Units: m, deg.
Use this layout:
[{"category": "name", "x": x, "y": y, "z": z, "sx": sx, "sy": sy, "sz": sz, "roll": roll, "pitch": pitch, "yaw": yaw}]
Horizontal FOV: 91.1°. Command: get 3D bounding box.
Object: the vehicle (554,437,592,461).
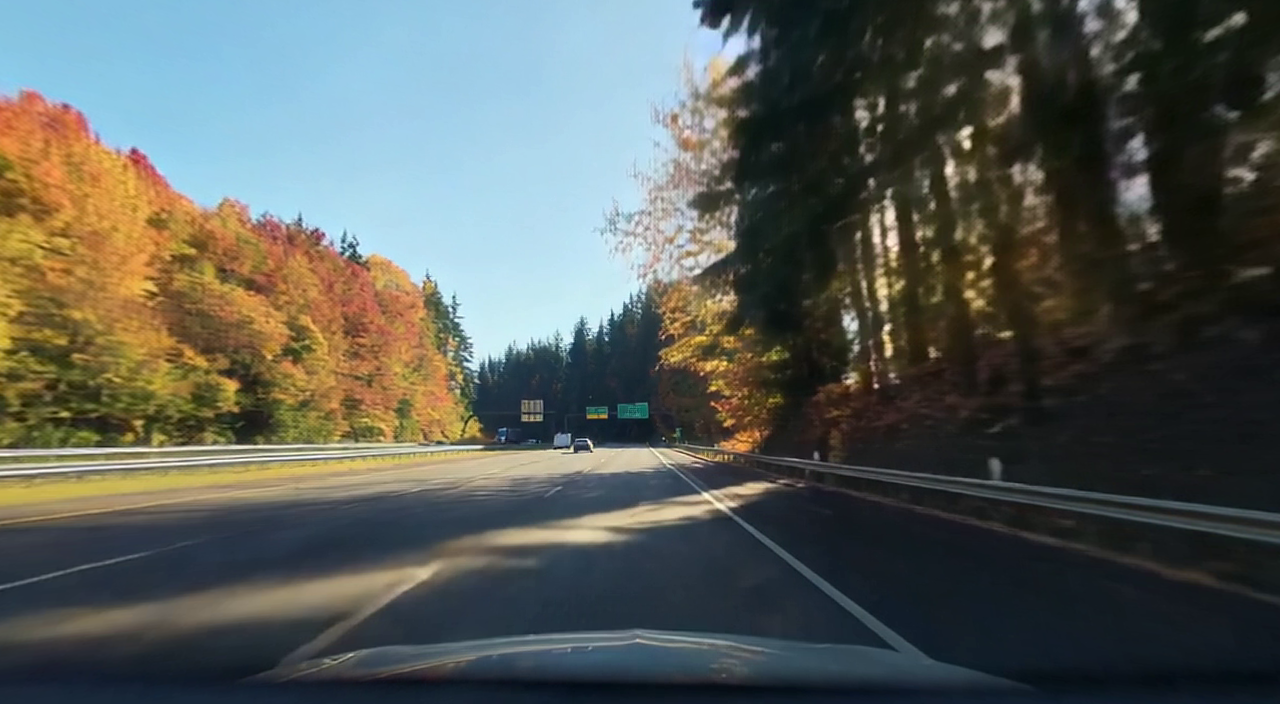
[{"category": "vehicle", "x": -4.415, "y": 6.428, "z": 42.039, "sx": 2.004, "sy": 1.497, "sz": 4.260, "roll": 0, "pitch": -8, "yaw": 1}]
